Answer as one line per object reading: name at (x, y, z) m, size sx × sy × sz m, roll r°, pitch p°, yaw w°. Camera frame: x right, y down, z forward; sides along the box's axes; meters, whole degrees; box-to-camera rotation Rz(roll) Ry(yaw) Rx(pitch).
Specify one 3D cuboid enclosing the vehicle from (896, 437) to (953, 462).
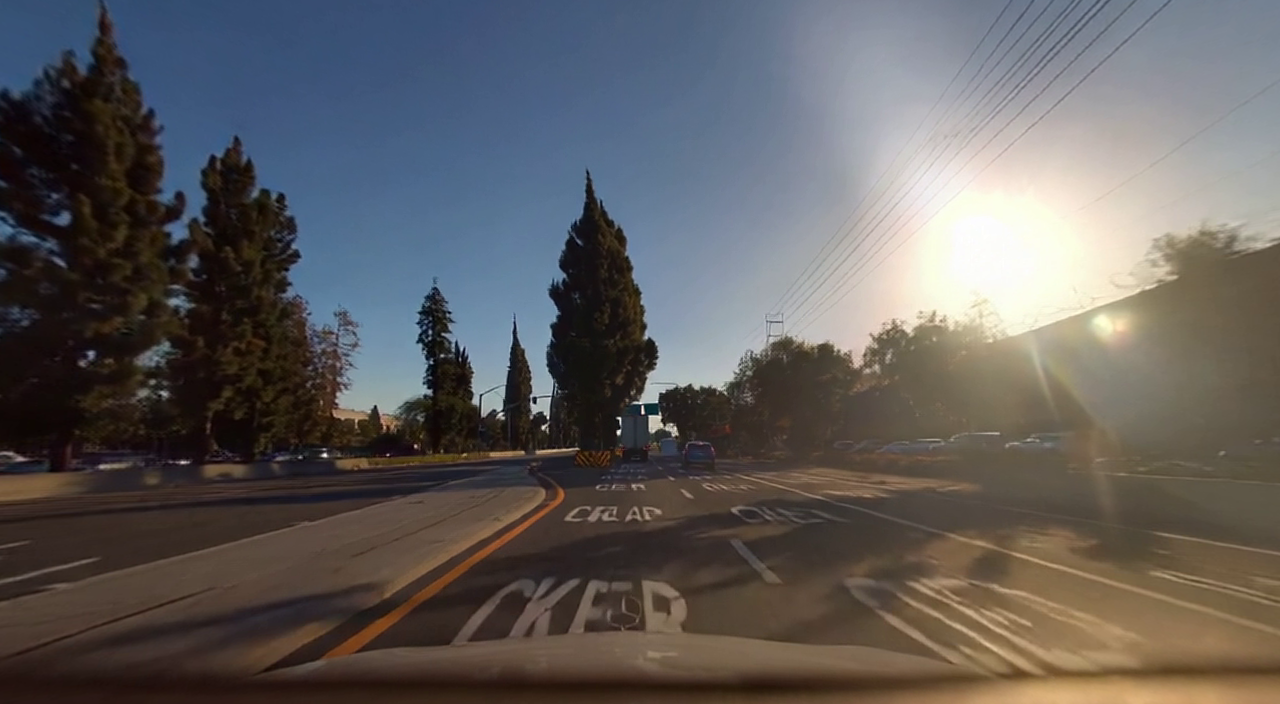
vehicle at (20.584, 7.057, 45.908) m, size 1.917 × 1.682 × 4.575 m, roll 0°, pitch -8°, yaw 0°

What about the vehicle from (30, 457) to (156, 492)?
vehicle at (-26.114, 5.832, 30.439) m, size 1.883 × 1.482 × 4.779 m, roll 0°, pitch -8°, yaw -2°

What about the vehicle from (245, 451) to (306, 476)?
vehicle at (-26.318, 8.030, 45.765) m, size 2.188 × 1.669 × 4.546 m, roll 1°, pitch -9°, yaw -8°

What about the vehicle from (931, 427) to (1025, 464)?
vehicle at (20.585, 5.774, 38.869) m, size 2.529 × 2.086 × 5.902 m, roll 0°, pitch -9°, yaw 1°

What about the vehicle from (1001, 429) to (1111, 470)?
vehicle at (20.533, 4.850, 31.538) m, size 1.993 × 1.854 × 5.008 m, roll 0°, pitch -8°, yaw -1°

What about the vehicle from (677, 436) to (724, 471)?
vehicle at (3.329, 5.708, 35.734) m, size 2.086 × 1.803 × 4.607 m, roll 0°, pitch -8°, yaw -1°
